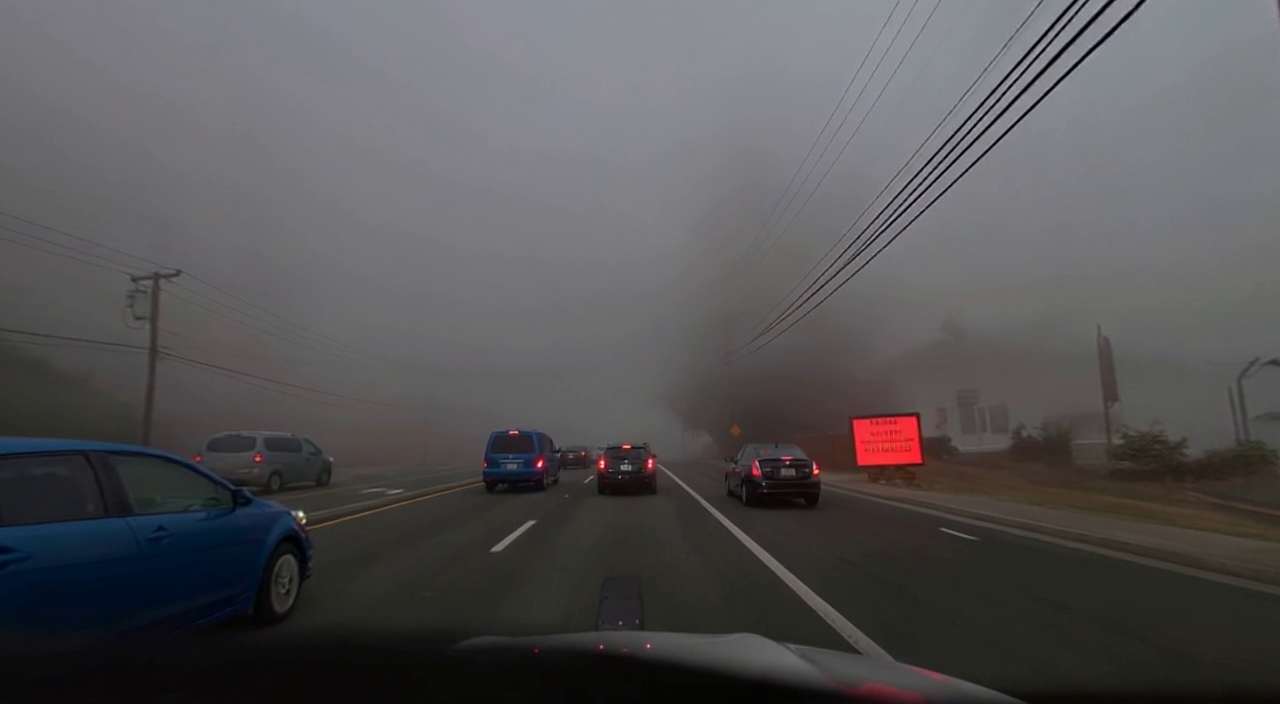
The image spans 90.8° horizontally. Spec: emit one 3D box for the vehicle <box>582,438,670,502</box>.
[{"bbox_3d":[-0.336,3.106,17.066,2.097,1.511,3.809,0,-9,0],"label":"vehicle"}]

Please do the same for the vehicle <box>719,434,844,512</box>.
[{"bbox_3d":[3.033,2.689,14.417,1.880,1.521,3.724,0,-9,-2],"label":"vehicle"}]

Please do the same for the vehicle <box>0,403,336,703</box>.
[{"bbox_3d":[-3.337,0.965,2.575,2.004,1.454,4.349,0,-9,0],"label":"vehicle"}]

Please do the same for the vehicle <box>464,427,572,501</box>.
[{"bbox_3d":[-3.314,3.155,18.225,2.092,1.839,4.736,0,-9,1],"label":"vehicle"}]

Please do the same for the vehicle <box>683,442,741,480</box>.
[{"bbox_3d":[3.045,4.699,27.464,1.878,1.479,4.461,0,-9,-1],"label":"vehicle"}]
